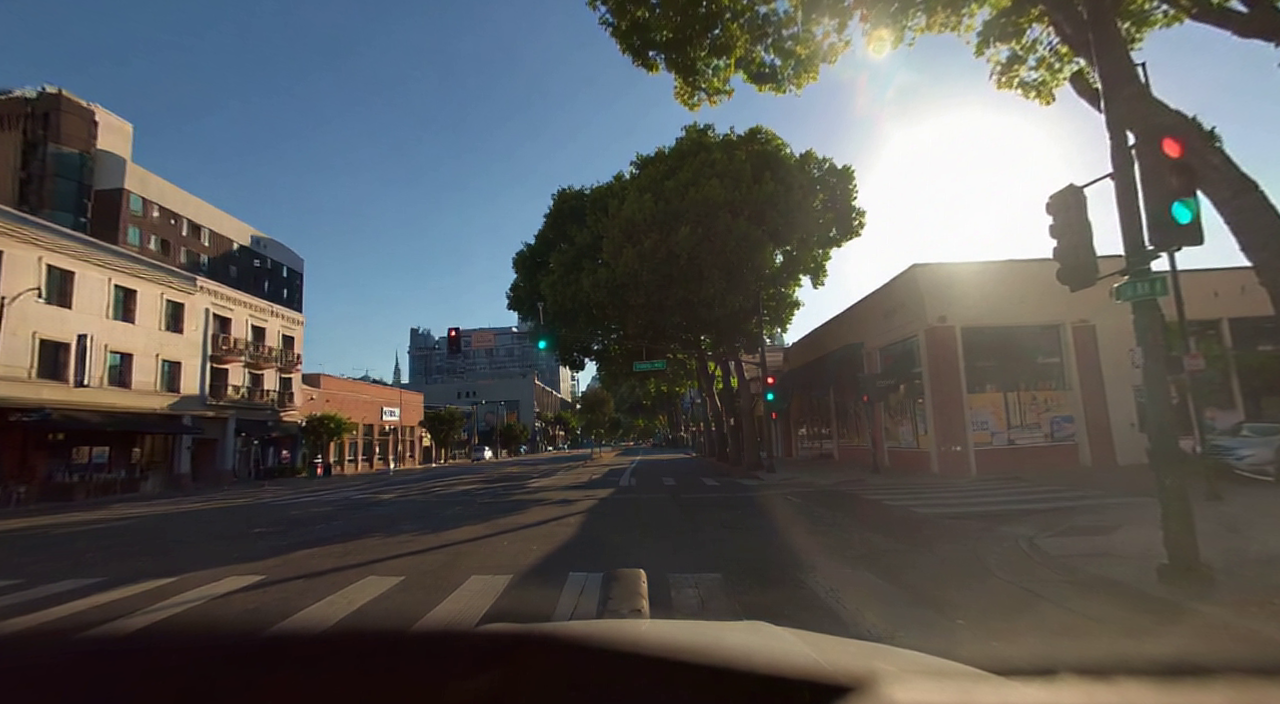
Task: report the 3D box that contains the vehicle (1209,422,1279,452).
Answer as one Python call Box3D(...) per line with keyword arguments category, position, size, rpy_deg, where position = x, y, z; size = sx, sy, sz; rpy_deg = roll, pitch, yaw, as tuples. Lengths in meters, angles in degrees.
Box3D(category="vehicle", position=(35.321, 4.737, 35.345), size=(4.493, 1.453, 1.849), rpy_deg=(-4, -9, 2))
